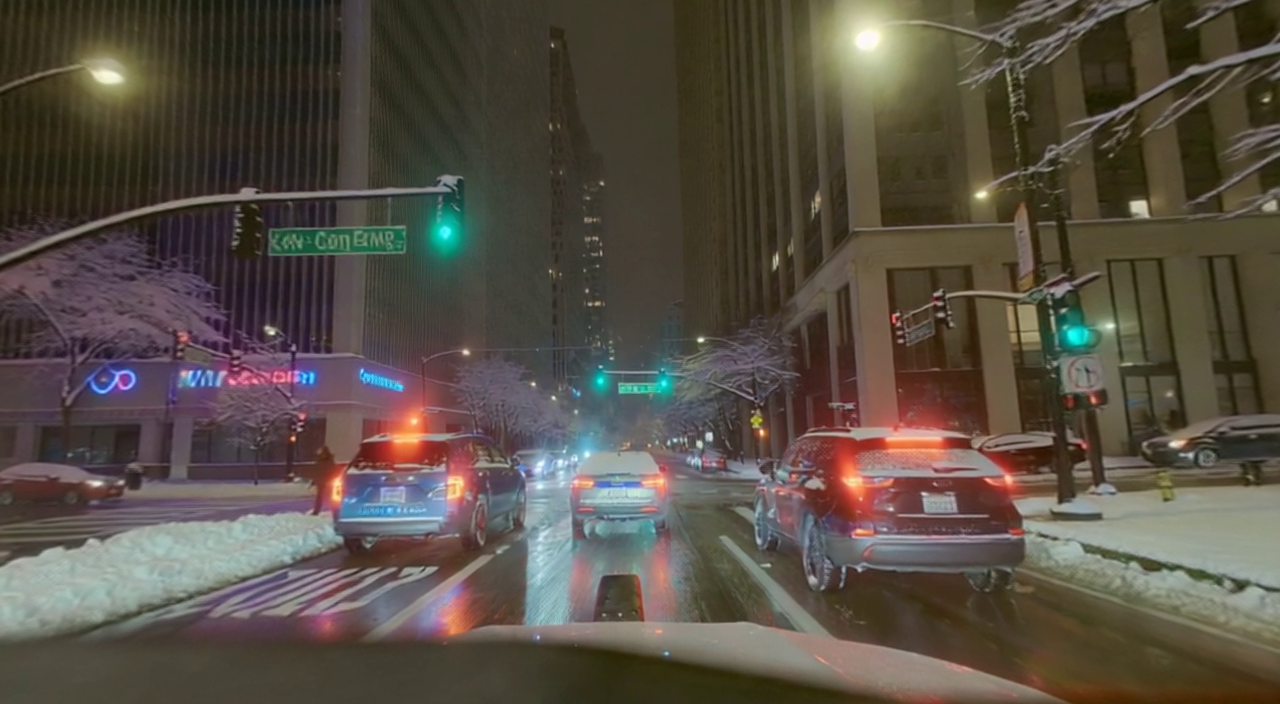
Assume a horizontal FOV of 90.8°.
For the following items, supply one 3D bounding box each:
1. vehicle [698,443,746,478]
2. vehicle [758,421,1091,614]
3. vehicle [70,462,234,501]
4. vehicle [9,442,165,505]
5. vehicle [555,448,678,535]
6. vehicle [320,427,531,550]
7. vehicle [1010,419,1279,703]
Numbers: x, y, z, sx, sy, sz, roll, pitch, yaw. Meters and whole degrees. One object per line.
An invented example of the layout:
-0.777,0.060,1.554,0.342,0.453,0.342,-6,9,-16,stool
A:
5.664,7.595,44.569,2.420,2.300,5.313,0,-8,-3,vehicle
3.040,1.858,8.195,2.072,1.735,4.759,0,-8,0,vehicle
-20.176,5.357,26.279,5.153,1.449,1.966,0,-8,1,vehicle
-30.881,6.736,35.482,5.896,3.276,2.809,0,-8,0,vehicle
-0.417,2.713,12.956,2.092,1.454,4.132,0,-8,0,vehicle
-3.692,2.447,12.225,2.190,1.840,5.272,0,-8,1,vehicle
2.737,0.762,0.696,1.902,1.454,4.540,0,-8,0,vehicle
